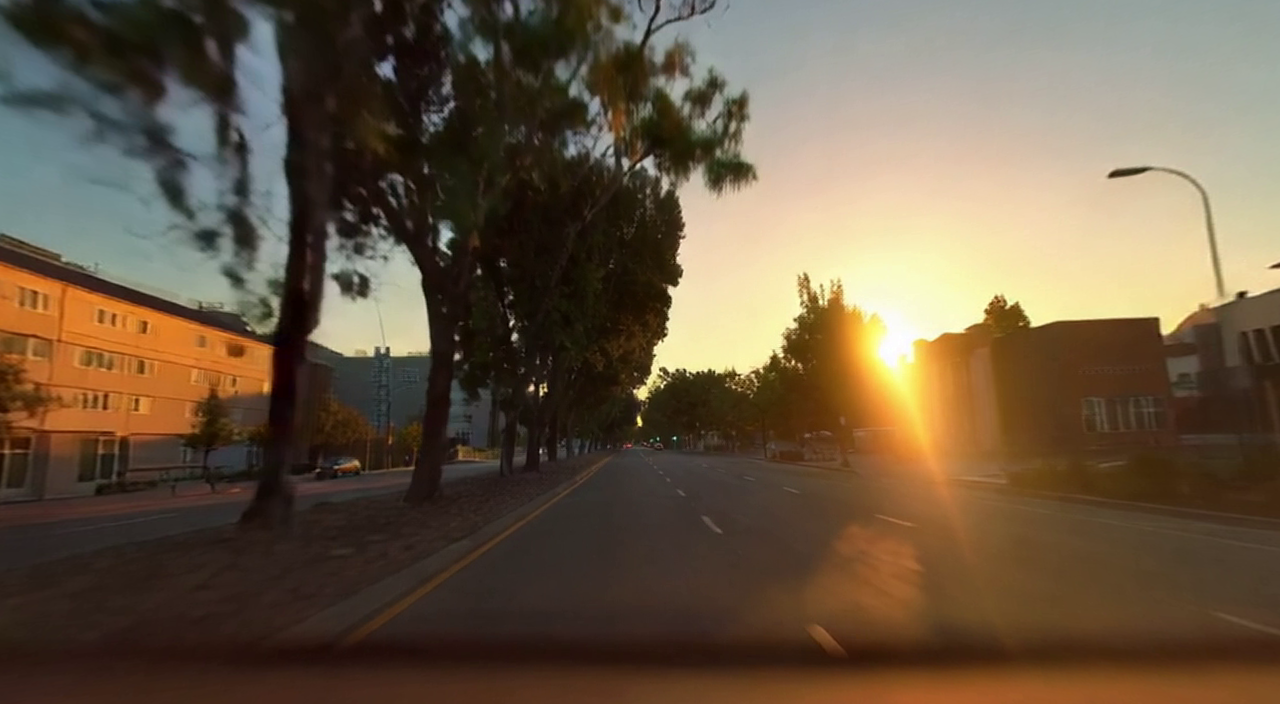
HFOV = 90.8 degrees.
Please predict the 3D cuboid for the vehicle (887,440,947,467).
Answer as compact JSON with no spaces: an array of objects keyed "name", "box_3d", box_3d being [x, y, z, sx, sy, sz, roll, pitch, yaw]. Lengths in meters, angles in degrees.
[{"name":"vehicle","box_3d":[16.330,5.927,37.117,1.930,1.449,4.473,-7,-11,40]}]
